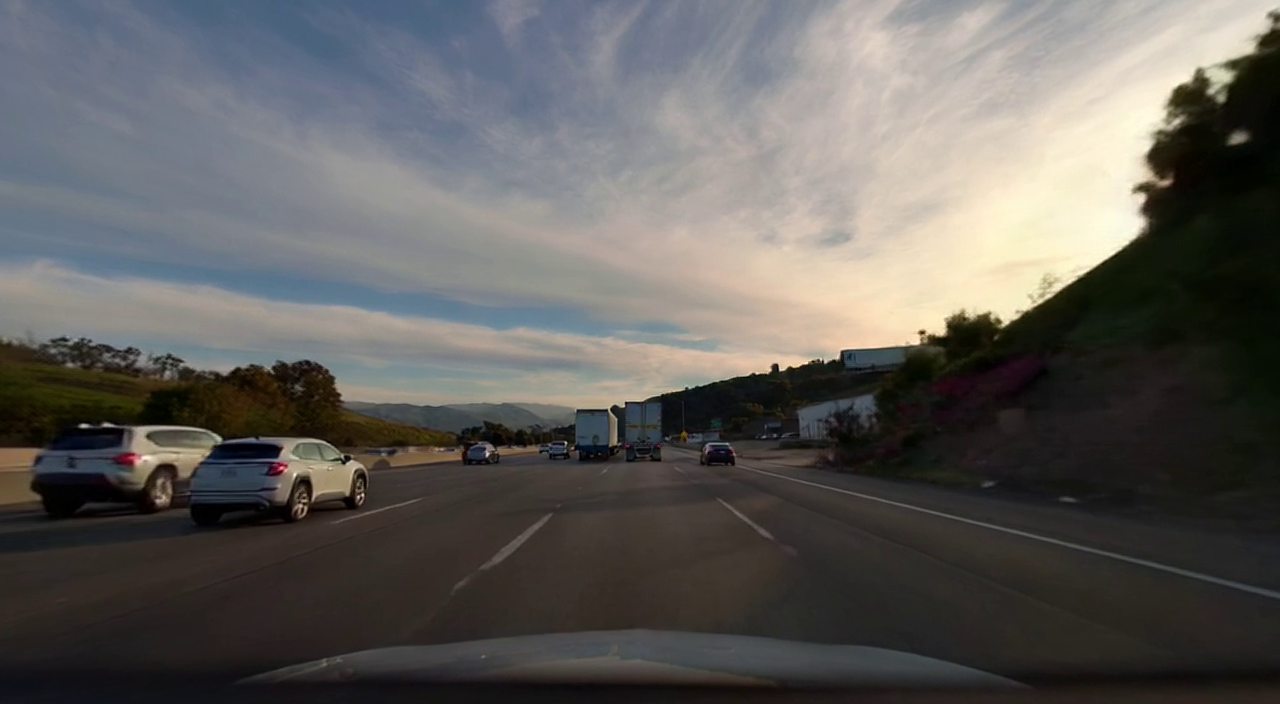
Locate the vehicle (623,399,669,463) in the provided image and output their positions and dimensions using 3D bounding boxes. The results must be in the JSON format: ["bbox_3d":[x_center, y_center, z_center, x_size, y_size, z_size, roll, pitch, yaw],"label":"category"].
[{"bbox_3d":[0.384,5.910,46.375,2.969,4.104,10.906,0,-9,0],"label":"vehicle"}]

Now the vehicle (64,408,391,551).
[{"bbox_3d":[-6.009,1.910,10.087,2.122,1.754,4.379,0,-9,2],"label":"vehicle"}]

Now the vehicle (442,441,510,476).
[{"bbox_3d":[-7.450,4.872,29.135,1.891,1.460,4.506,0,-9,1],"label":"vehicle"}]

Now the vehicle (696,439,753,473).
[{"bbox_3d":[3.926,4.907,29.992,2.006,1.452,4.246,0,-9,-1],"label":"vehicle"}]
